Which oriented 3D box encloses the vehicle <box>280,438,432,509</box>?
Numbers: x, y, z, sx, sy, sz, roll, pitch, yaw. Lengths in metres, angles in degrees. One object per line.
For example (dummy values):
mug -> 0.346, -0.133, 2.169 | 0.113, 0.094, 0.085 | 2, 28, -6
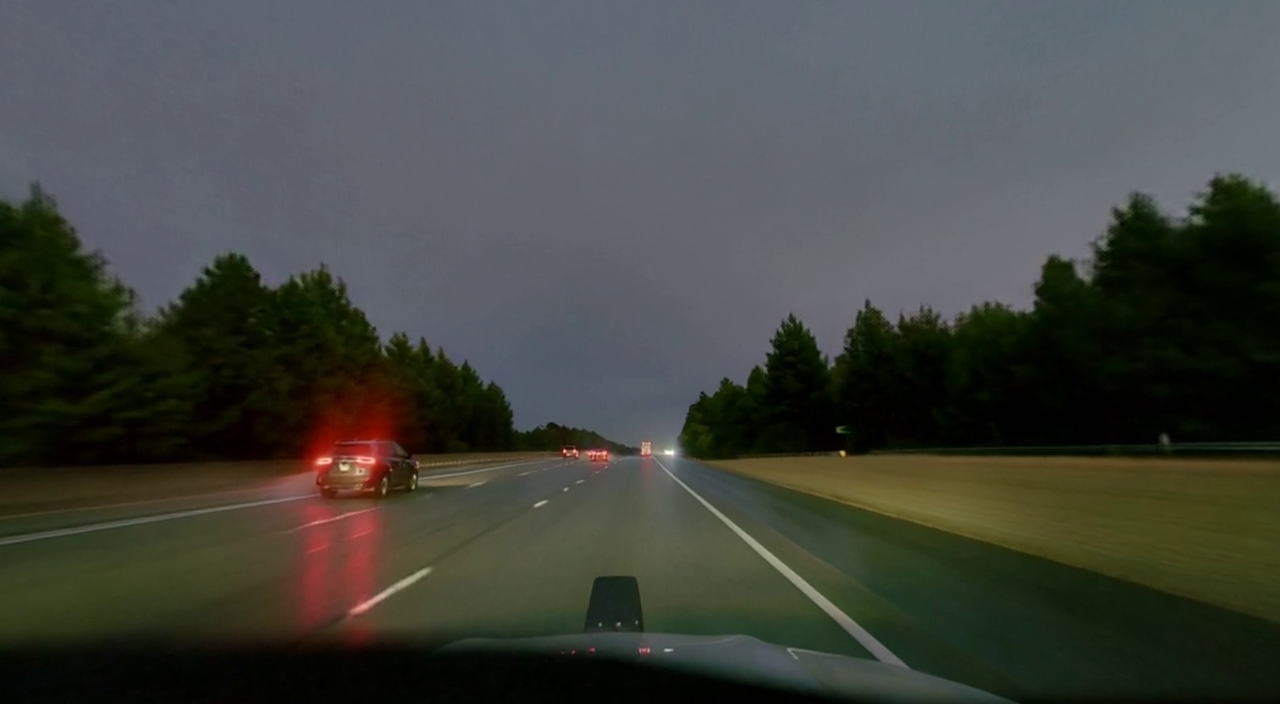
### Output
vehicle -> -7.223, 3.110, 16.593 | 2.007, 1.616, 4.141 | 0, -9, 1
